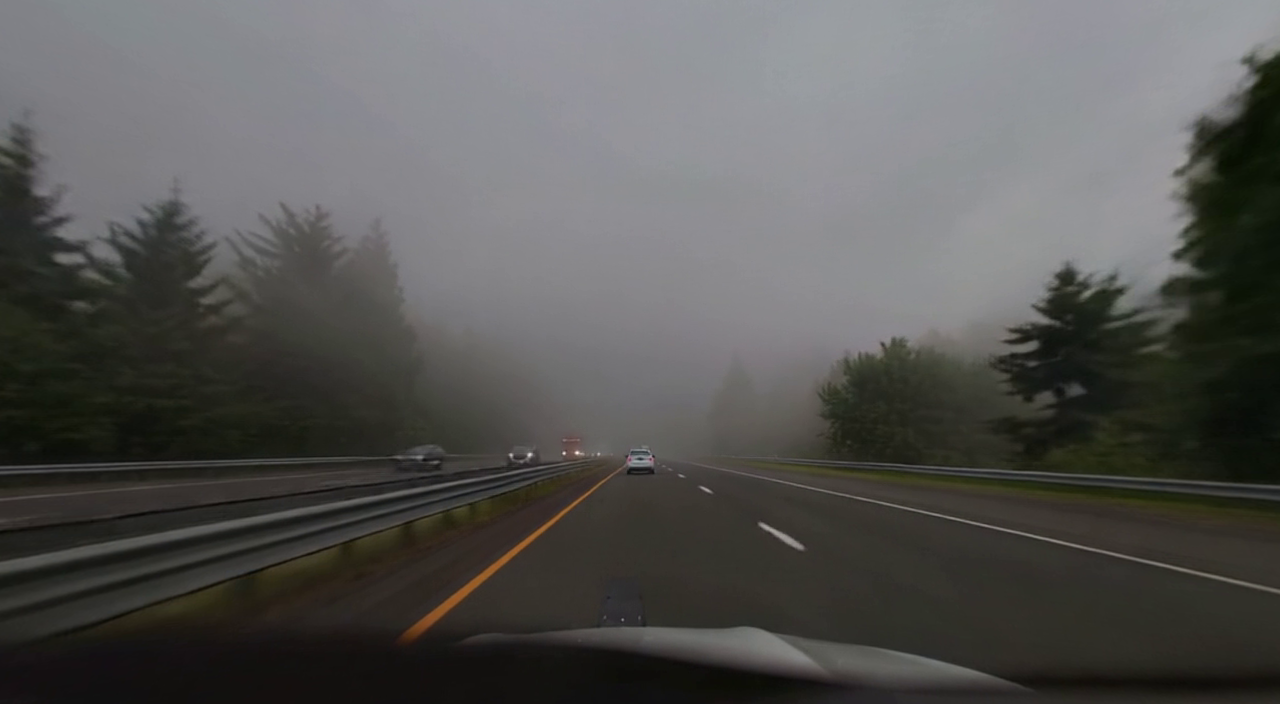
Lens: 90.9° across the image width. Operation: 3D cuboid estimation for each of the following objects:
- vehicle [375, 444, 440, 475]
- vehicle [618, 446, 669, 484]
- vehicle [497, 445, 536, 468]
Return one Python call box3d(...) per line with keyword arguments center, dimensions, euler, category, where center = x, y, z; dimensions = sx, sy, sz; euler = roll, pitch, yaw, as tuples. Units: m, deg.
box3d(center=(-13.109, 6.066, 35.802), dimensions=(2.004, 1.649, 4.435), euler=(0, -9, 0), category="vehicle")
box3d(center=(0.101, 4.982, 28.073), dimensions=(2.114, 1.523, 4.012), euler=(0, -9, -1), category="vehicle")
box3d(center=(-9.201, 7.844, 47.463), dimensions=(2.061, 1.622, 4.452), euler=(0, -9, 0), category="vehicle")
